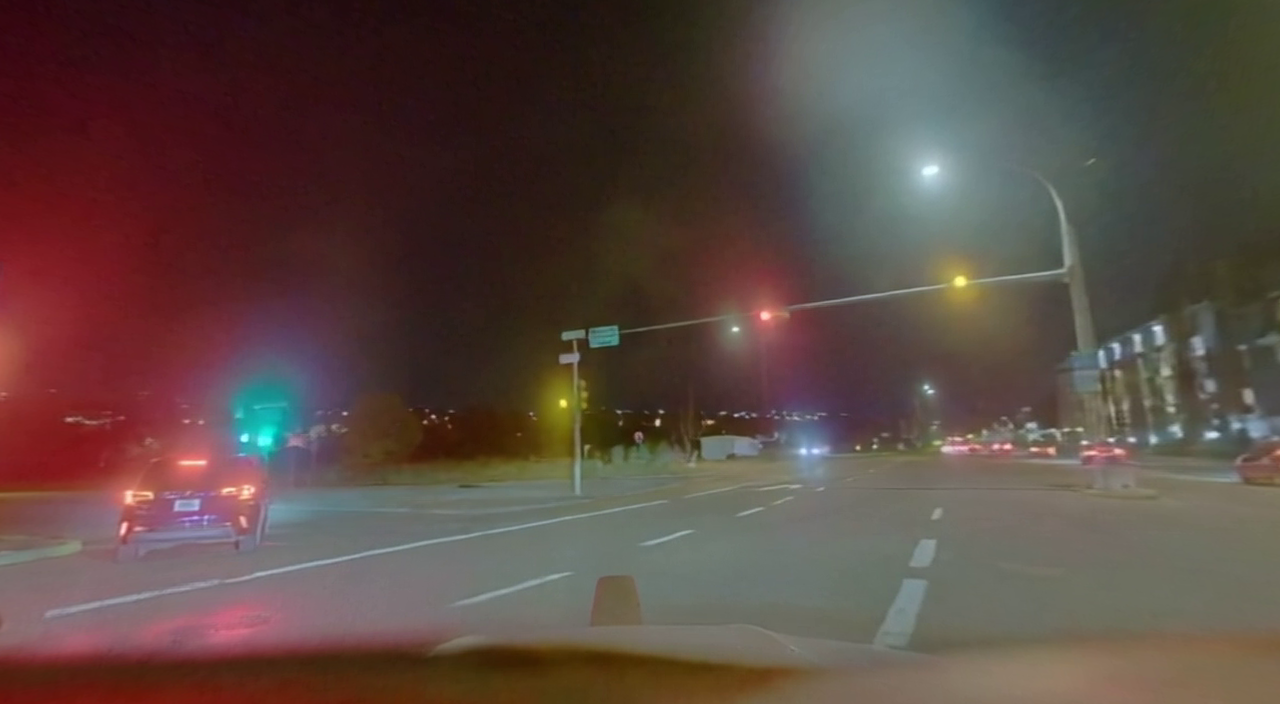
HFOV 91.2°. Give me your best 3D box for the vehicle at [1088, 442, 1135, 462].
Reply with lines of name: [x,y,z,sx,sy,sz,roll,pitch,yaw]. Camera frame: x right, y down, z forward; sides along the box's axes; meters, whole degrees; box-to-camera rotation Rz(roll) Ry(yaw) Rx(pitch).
vehicle: [36.222,7.657,48.217,1.931,1.475,4.092,-5,-10,24]

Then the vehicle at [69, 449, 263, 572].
vehicle: [-7.455,2.358,10.119,2.014,1.525,3.670,5,-11,-34]
